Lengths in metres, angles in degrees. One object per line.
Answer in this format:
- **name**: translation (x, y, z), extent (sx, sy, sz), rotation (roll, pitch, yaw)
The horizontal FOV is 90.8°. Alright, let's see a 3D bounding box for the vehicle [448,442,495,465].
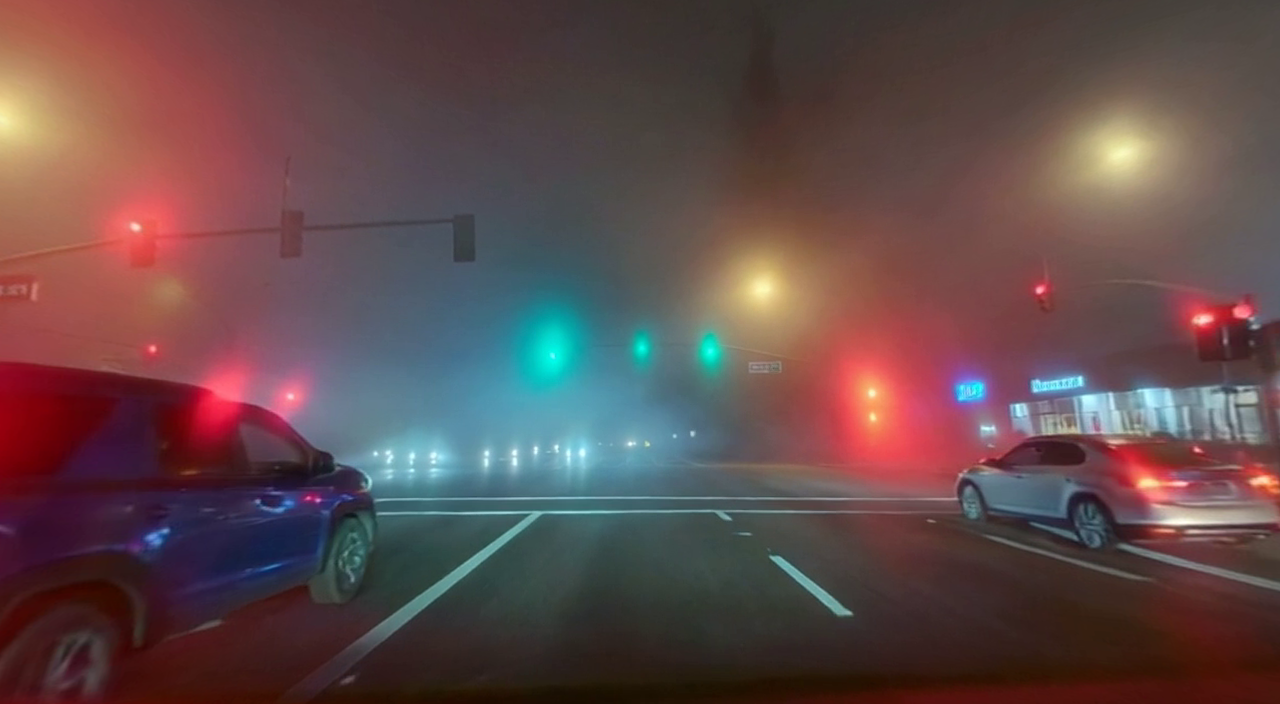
- **vehicle**: translation (-11.405, 6.902, 43.093), extent (2.003, 1.476, 4.082), rotation (0, -8, 1)

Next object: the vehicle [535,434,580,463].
- **vehicle**: translation (-5.459, 6.462, 42.299), extent (2.384, 1.787, 5.038), rotation (0, -8, -1)

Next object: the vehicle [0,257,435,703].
- **vehicle**: translation (-3.366, 0.964, 4.325), extent (2.313, 1.883, 5.016), rotation (0, -8, -1)

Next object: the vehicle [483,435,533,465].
- **vehicle**: translation (-8.480, 6.360, 41.001), extent (2.273, 1.791, 4.809), rotation (0, -8, -1)

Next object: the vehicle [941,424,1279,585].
- **vehicle**: translation (6.159, 1.769, 8.318), extent (1.972, 1.476, 4.775), rotation (0, -8, -1)
